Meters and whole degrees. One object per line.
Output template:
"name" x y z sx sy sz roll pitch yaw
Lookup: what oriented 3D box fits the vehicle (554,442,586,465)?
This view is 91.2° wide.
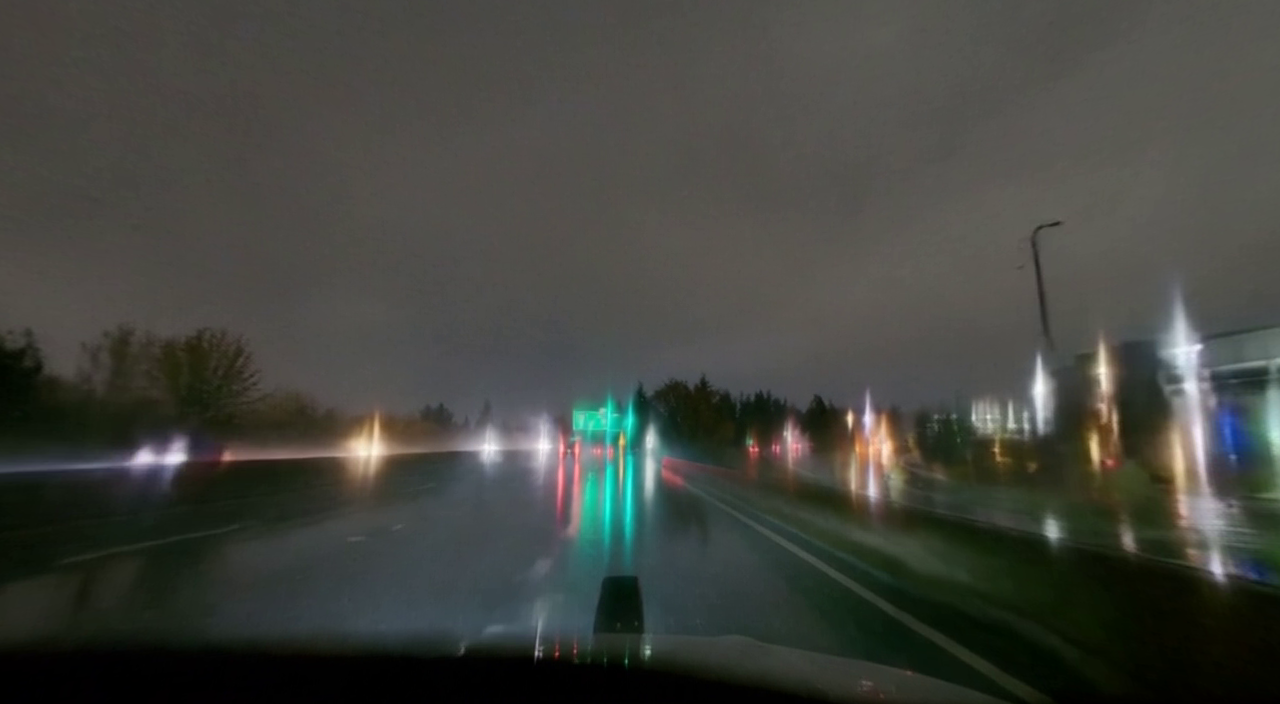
"vehicle" -5.283 7.699 47.706 2.248 1.619 3.848 0 -8 -4

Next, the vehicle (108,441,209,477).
"vehicle" -20.110 4.461 26.356 1.748 1.391 3.284 1 -8 -4
